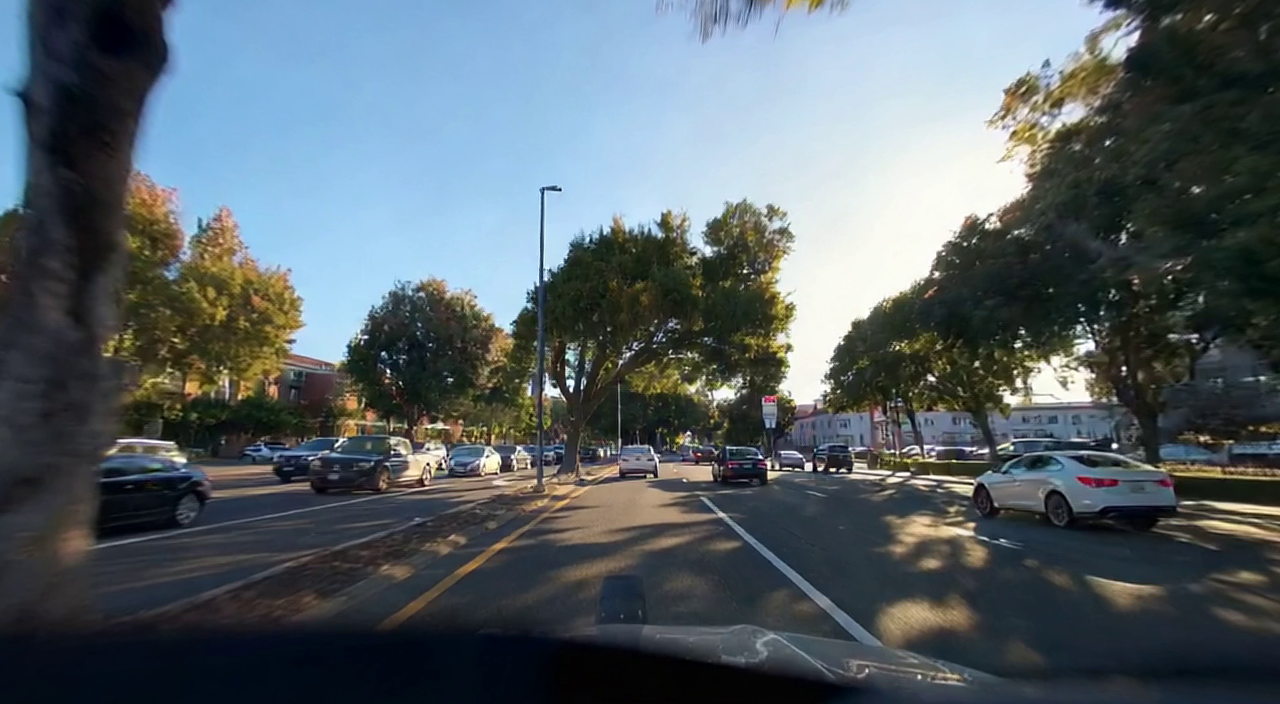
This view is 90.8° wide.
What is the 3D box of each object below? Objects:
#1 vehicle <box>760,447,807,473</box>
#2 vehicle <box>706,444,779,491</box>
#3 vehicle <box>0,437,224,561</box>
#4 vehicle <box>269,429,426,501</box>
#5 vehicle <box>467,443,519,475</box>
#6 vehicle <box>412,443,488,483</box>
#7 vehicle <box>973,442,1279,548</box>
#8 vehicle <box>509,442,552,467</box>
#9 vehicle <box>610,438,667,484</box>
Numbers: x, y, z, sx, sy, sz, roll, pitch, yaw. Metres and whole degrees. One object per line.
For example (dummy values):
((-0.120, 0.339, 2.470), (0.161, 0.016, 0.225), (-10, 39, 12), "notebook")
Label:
((8.775, 6.653, 39.070), (1.860, 1.475, 4.488), (0, -9, 0), "vehicle")
((3.520, 4.012, 22.341), (1.852, 1.498, 3.825), (0, -9, -1), "vehicle")
((-8.658, 2.018, 9.094), (1.974, 1.476, 4.983), (-2, -8, 0), "vehicle")
((-8.511, 3.367, 19.078), (2.362, 1.825, 4.988), (-2, -9, 0), "vehicle")
((-8.515, 6.215, 36.925), (1.953, 1.647, 4.401), (-2, -8, 1), "vehicle")
((-8.358, 4.891, 28.155), (2.076, 1.595, 4.110), (-1, -8, 1), "vehicle")
((8.110, 2.347, 11.170), (1.909, 1.456, 4.569), (0, -9, 0), "vehicle")
((-8.213, 7.725, 47.788), (2.183, 1.706, 4.862), (0, -9, 2), "vehicle")
((-0.030, 4.386, 25.595), (2.101, 1.694, 3.979), (0, -9, 1), "vehicle")
